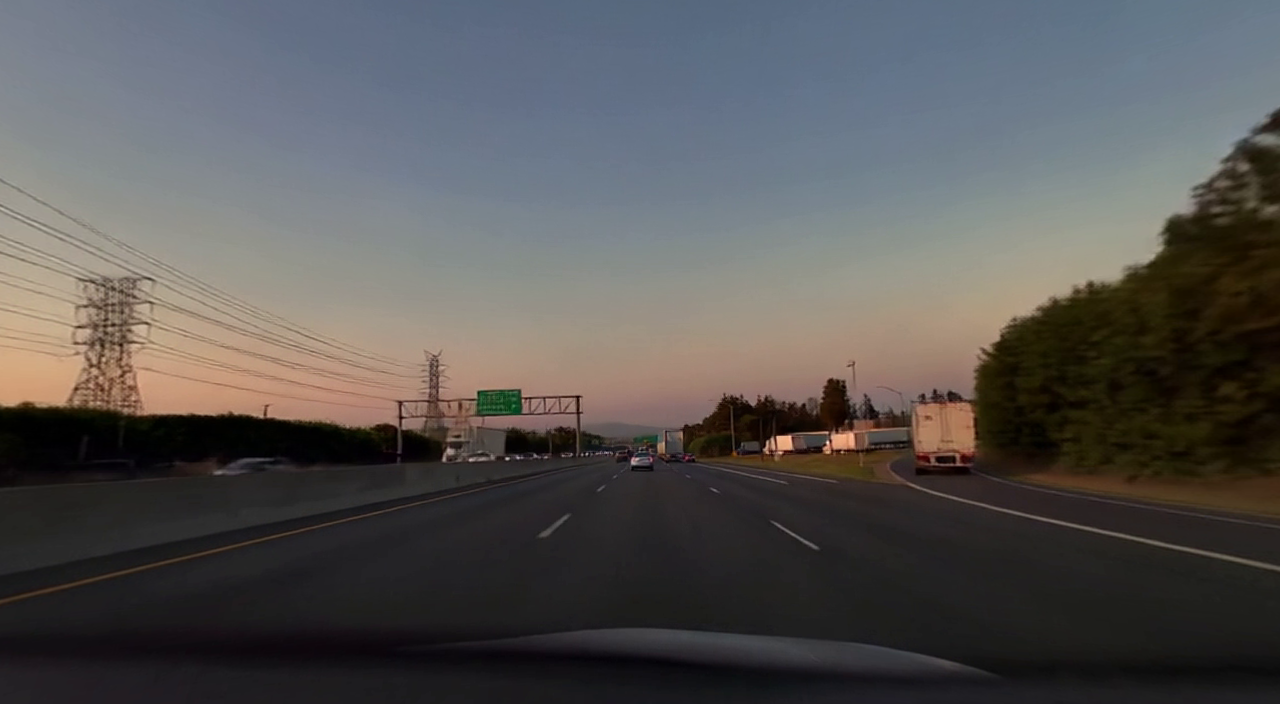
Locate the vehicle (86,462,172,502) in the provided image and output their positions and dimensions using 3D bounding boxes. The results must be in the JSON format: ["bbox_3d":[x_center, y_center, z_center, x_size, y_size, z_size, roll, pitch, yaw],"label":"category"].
[{"bbox_3d":[-33.418,8.454,41.481,2.029,2.231,6.297,3,-9,-17],"label":"vehicle"}]

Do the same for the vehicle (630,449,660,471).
[{"bbox_3d":[0.383,8.072,47.291,2.111,1.599,3.859,0,-9,1],"label":"vehicle"}]

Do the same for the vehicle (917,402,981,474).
[{"bbox_3d":[20.922,5.947,43.028,3.327,4.408,8.189,-4,-10,24],"label":"vehicle"}]

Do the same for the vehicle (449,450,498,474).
[{"bbox_3d":[-11.231,7.423,42.863,1.950,1.505,4.757,0,-9,1],"label":"vehicle"}]
